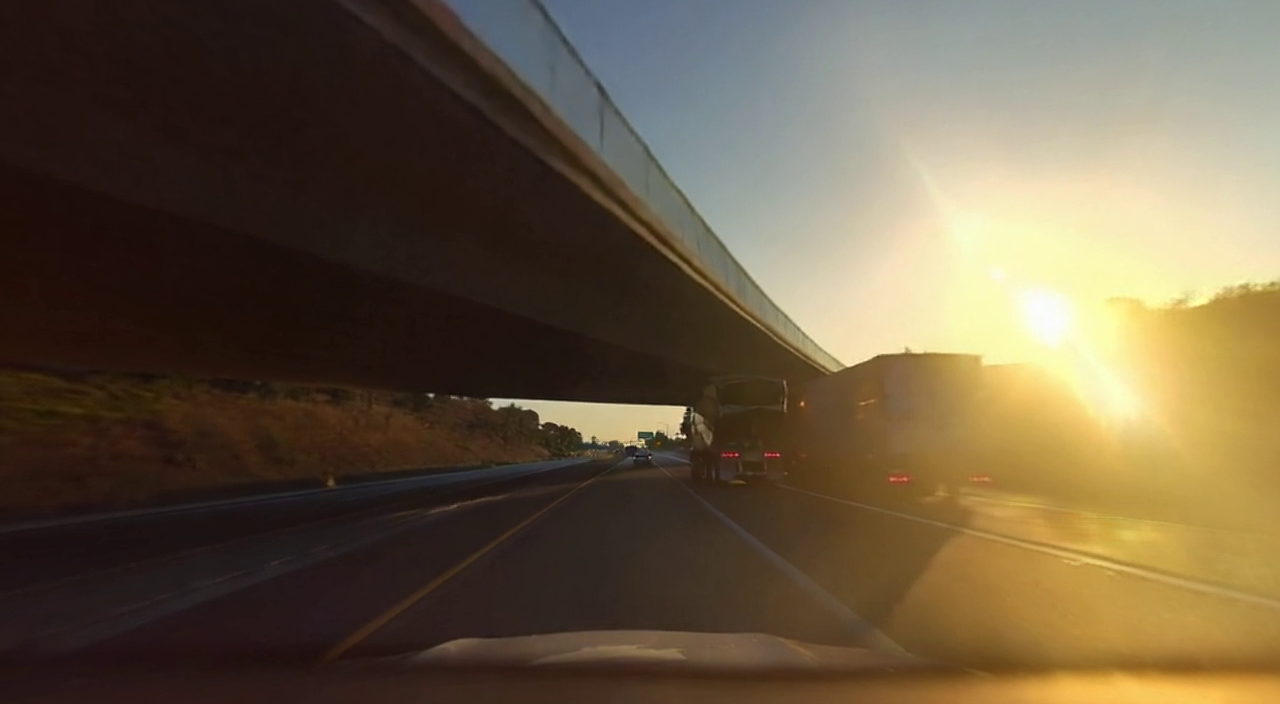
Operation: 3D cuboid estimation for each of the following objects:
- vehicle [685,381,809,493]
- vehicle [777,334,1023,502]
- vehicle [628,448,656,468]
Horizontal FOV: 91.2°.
[{"bbox_3d":[3.495,3.138,22.759,2.859,3.332,7.735,0,-9,-2],"label":"vehicle"},{"bbox_3d":[7.910,2.554,22.191,3.268,4.172,12.771,-1,-8,1],"label":"vehicle"},{"bbox_3d":[0.188,8.267,49.087,2.083,1.473,3.923,0,-9,0],"label":"vehicle"}]
